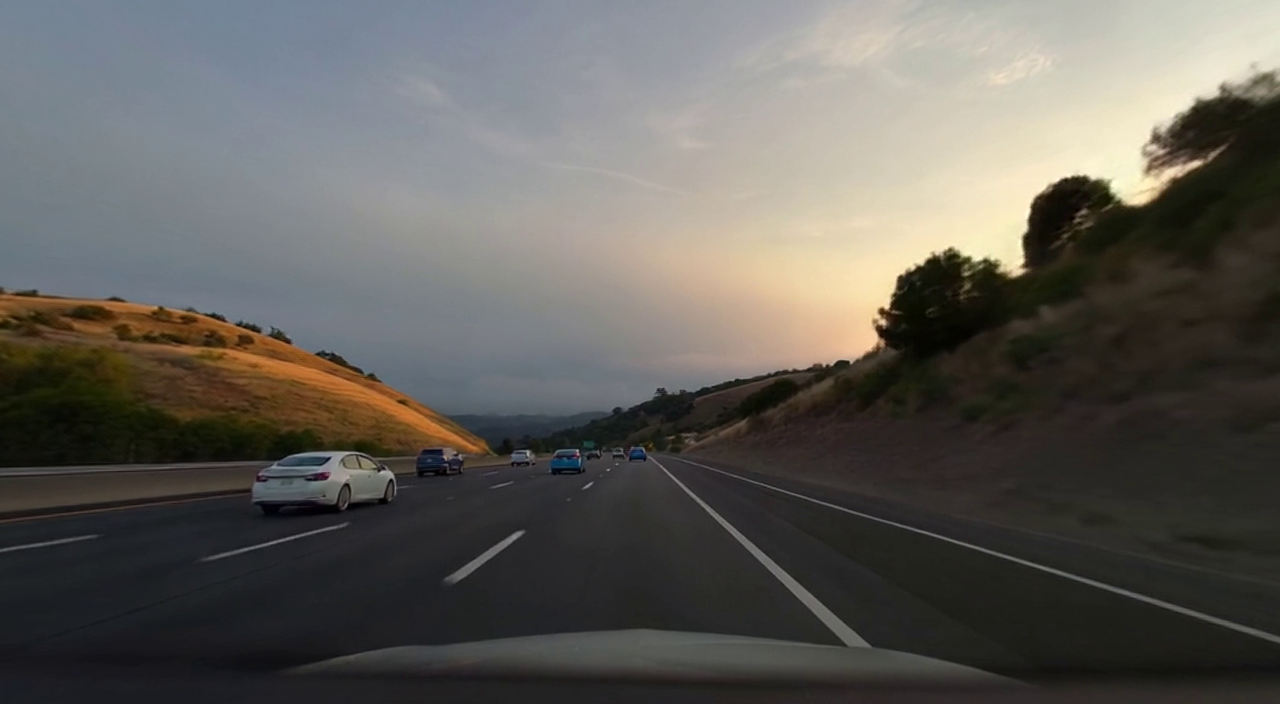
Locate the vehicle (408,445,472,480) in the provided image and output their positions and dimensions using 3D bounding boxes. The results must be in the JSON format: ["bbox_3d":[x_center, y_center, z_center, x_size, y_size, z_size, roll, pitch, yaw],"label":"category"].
[{"bbox_3d":[-10.997,6.073,35.050,2.025,1.750,4.505,0,-8,1],"label":"vehicle"}]

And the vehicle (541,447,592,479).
[{"bbox_3d":[-3.820,5.835,33.513,2.144,1.505,4.649,0,-8,0],"label":"vehicle"}]

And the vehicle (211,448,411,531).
[{"bbox_3d":[-6.769,2.830,13.639,1.991,1.441,4.265,0,-8,1],"label":"vehicle"}]

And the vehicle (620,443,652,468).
[{"bbox_3d":[-0.300,7.344,44.784,2.225,1.674,4.044,0,-8,-1],"label":"vehicle"}]
